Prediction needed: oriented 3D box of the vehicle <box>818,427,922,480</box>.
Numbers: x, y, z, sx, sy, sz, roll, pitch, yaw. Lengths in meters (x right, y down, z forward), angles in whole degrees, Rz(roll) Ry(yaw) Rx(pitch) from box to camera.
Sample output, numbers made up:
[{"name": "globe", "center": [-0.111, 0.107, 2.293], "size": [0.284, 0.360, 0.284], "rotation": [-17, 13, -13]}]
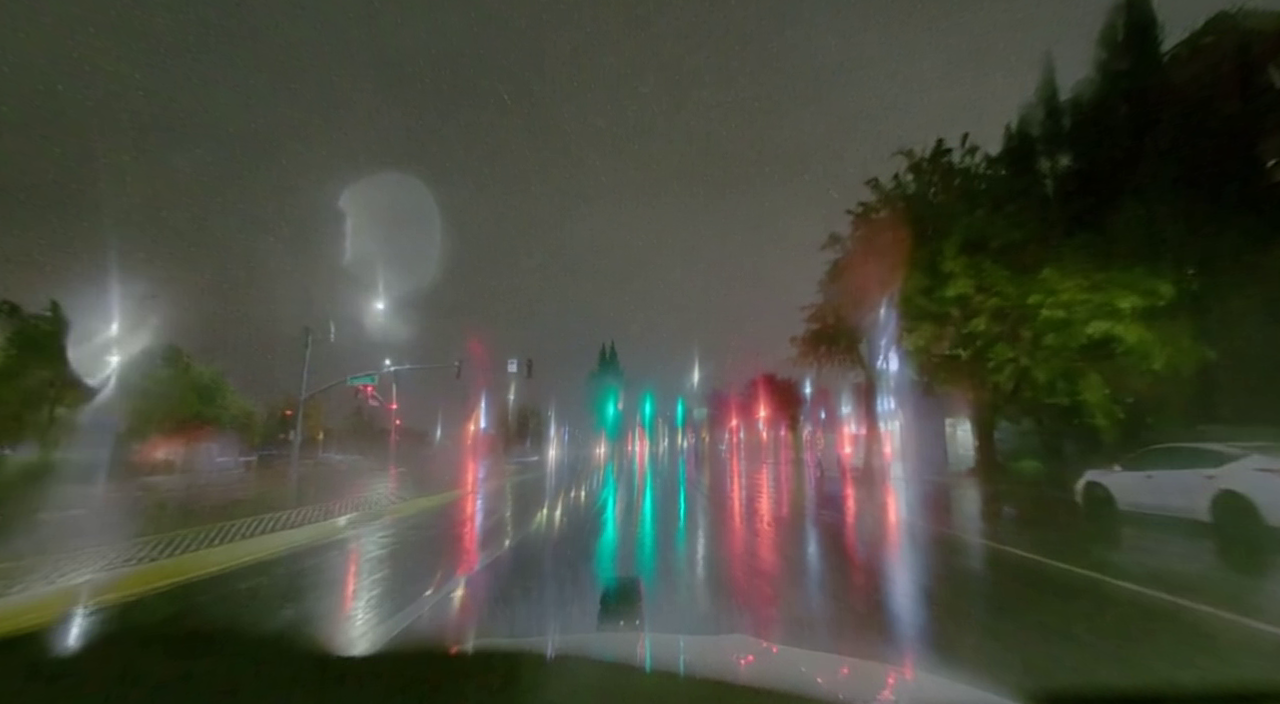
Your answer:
[{"name": "vehicle", "center": [9.972, 4.473, 28.074], "size": [2.273, 2.103, 5.788], "rotation": [0, -9, -2]}]

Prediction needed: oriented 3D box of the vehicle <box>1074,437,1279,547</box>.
[{"name": "vehicle", "center": [9.613, 2.131, 10.135], "size": [1.945, 1.478, 4.653], "rotation": [0, -9, -1]}]
